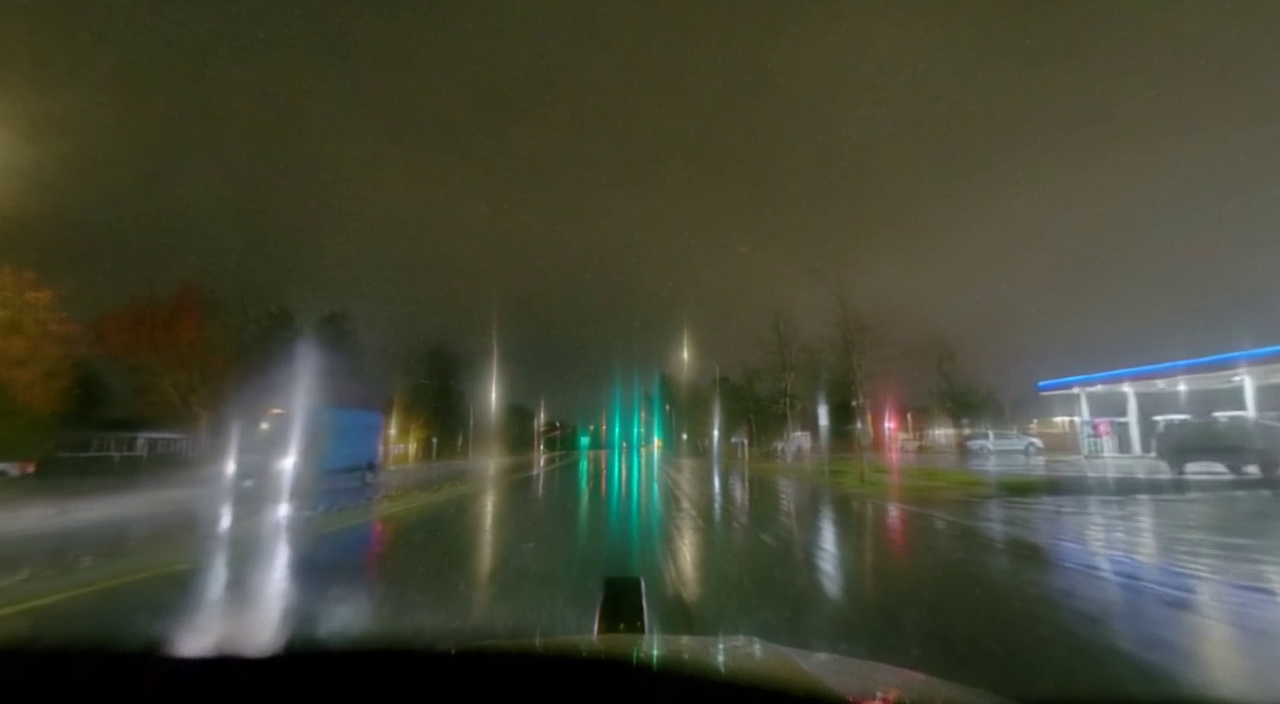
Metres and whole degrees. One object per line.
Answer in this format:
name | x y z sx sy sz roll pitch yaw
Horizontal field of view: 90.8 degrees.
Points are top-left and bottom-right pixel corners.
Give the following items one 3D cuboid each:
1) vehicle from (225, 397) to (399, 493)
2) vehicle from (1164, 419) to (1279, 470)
vehicle | -12.100 3.538 24.183 2.931 3.122 6.555 -1 -8 1
vehicle | 19.422 2.934 19.977 1.994 1.452 4.227 0 -8 0
